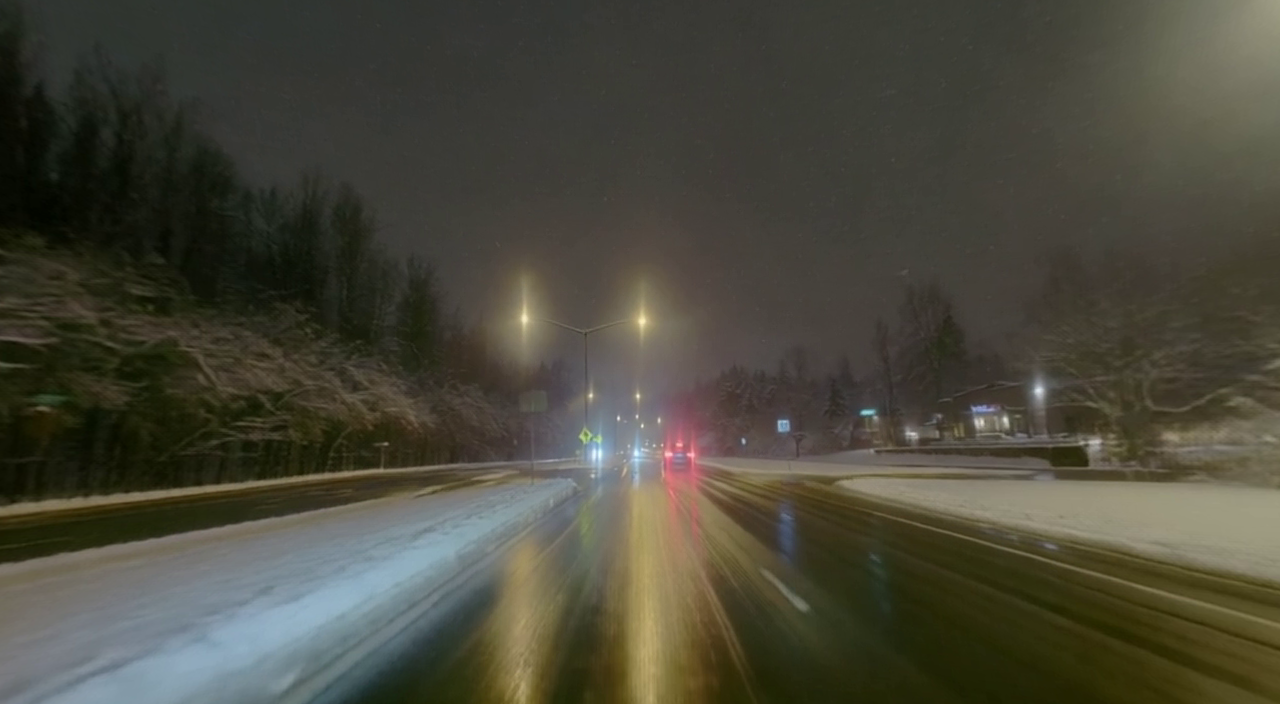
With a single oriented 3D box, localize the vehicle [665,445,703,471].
[{"bbox_3d":[2.802,6.831,40.724,2.044,1.537,4.528,0,-9,-1],"label":"vehicle"}]
